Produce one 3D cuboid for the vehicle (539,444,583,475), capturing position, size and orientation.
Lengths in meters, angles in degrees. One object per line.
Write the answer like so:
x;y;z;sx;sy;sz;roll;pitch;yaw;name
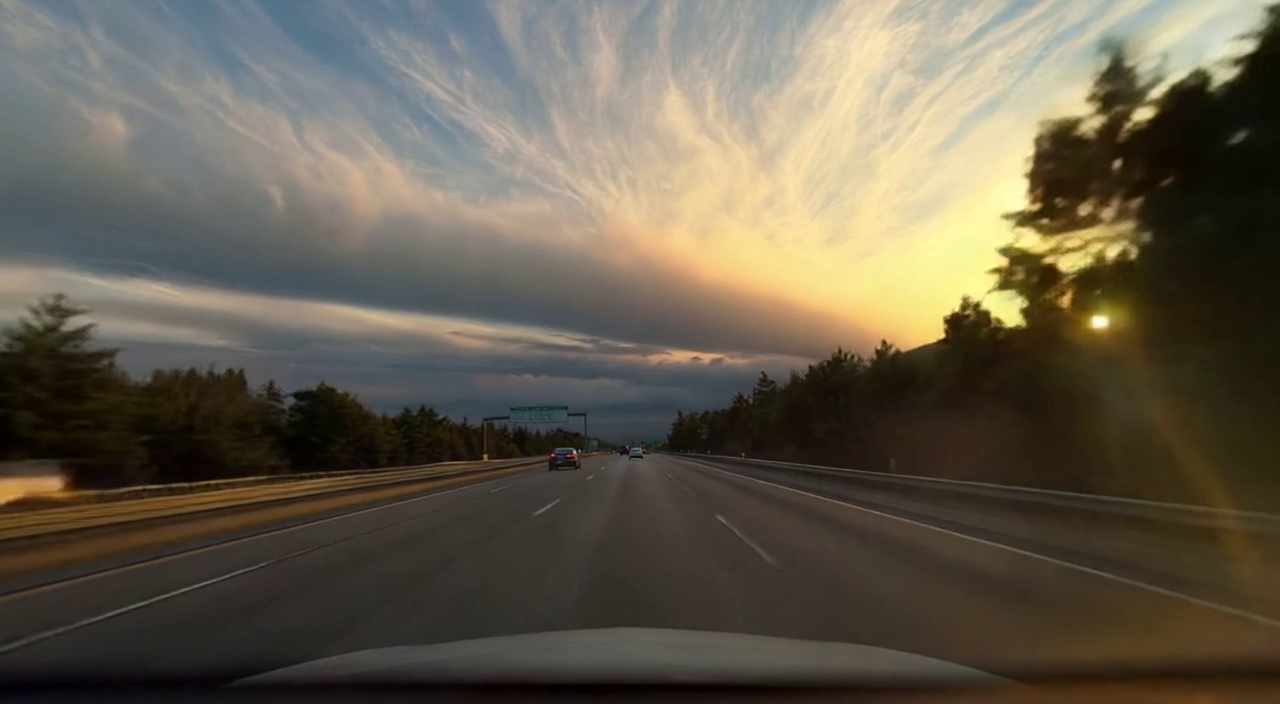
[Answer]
-4.350;5.969;35.146;1.958;1.587;4.801;0;-9;-1;vehicle
